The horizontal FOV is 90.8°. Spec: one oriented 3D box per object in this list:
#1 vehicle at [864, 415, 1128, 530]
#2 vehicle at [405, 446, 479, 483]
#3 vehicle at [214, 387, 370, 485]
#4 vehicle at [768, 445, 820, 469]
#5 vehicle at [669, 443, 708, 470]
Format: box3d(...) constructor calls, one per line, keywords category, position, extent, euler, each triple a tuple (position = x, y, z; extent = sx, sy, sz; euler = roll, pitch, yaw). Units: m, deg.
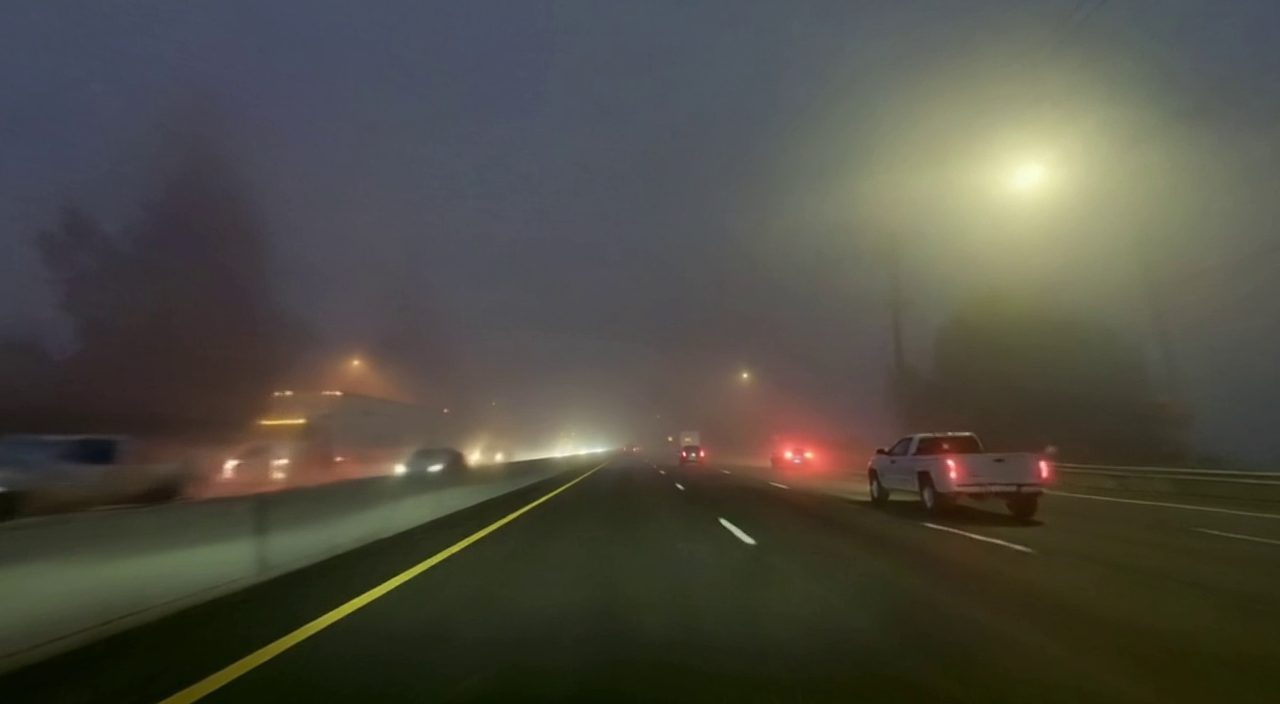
box3d(category="vehicle", position=(6.810, 2.375, 13.110), extent=(2.244, 1.858, 5.414), euler=(0, -9, -1))
box3d(category="vehicle", position=(-8.051, 4.582, 26.016), extent=(1.873, 1.404, 3.564), euler=(0, -9, 1))
box3d(category="vehicle", position=(-15.408, 3.852, 28.760), extent=(3.225, 3.908, 6.550), euler=(0, -9, 0))
box3d(category="vehicle", position=(10.170, 6.950, 42.030), extent=(1.987, 1.502, 5.130), euler=(0, -9, -2))
box3d(category="vehicle", position=(3.022, 6.618, 40.292), extent=(2.018, 1.600, 4.121), euler=(0, -9, -2))
